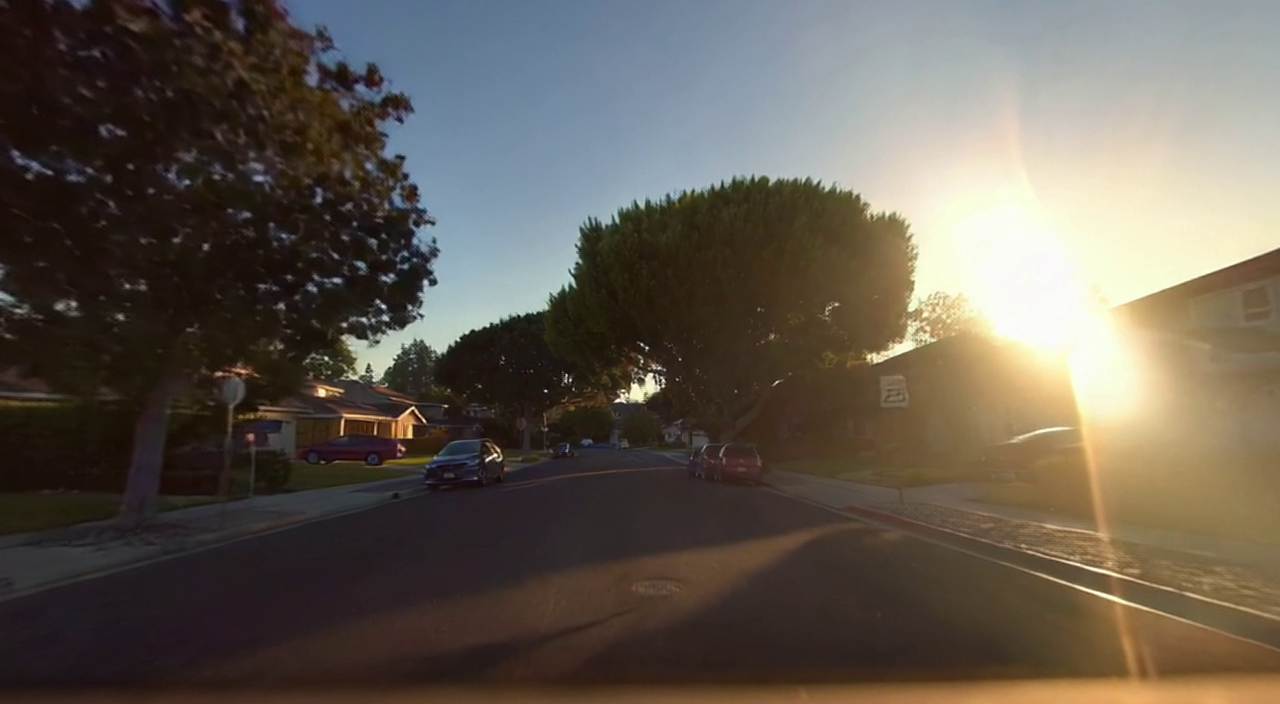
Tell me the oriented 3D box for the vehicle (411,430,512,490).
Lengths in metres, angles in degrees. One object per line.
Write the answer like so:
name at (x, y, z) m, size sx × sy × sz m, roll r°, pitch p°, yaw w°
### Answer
vehicle at (-6.467, 4.025, 23.774) m, size 2.322 × 1.949 × 5.695 m, roll -1°, pitch -9°, yaw -2°

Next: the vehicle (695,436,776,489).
vehicle at (3.348, 3.989, 23.079) m, size 2.033 × 1.730 × 4.554 m, roll 0°, pitch -9°, yaw -2°

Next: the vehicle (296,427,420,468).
vehicle at (-13.634, 4.657, 30.776) m, size 5.024 × 1.903 × 2.102 m, roll 0°, pitch -9°, yaw 0°
